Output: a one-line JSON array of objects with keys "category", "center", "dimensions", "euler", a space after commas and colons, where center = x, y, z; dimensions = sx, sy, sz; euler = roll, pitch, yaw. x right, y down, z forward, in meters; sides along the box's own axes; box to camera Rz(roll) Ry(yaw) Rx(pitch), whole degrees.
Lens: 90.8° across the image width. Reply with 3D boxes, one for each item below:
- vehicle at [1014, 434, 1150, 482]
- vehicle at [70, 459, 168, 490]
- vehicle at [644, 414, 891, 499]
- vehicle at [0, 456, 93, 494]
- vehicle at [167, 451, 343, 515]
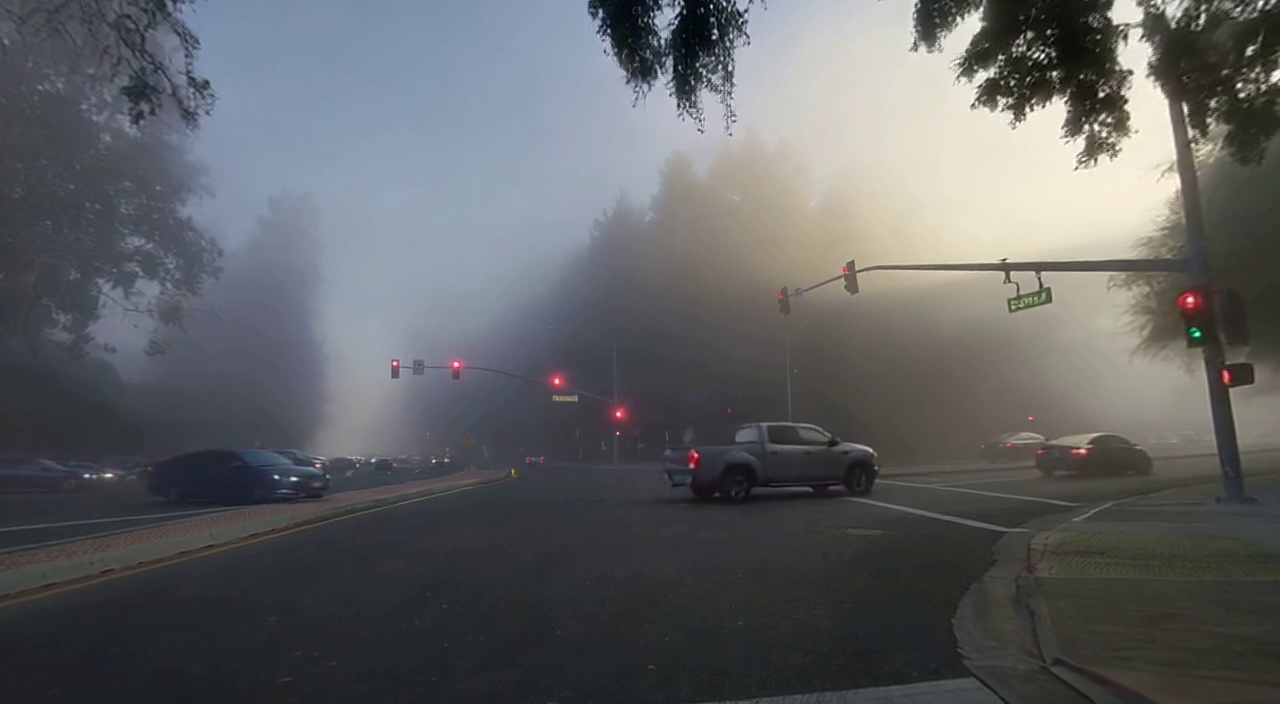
[{"category": "vehicle", "center": [15.092, 3.568, 21.503], "dimensions": [4.728, 1.471, 1.957], "euler": [5, -10, -31]}, {"category": "vehicle", "center": [-28.377, 6.656, 34.633], "dimensions": [1.965, 1.448, 4.553], "euler": [1, -9, -9]}, {"category": "vehicle", "center": [3.272, 2.702, 16.600], "dimensions": [5.896, 1.937, 2.358], "euler": [2, -9, -17]}, {"category": "vehicle", "center": [-31.174, 6.292, 32.600], "dimensions": [2.142, 1.723, 4.692], "euler": [1, -9, -9]}, {"category": "vehicle", "center": [-10.357, 3.400, 16.930], "dimensions": [4.702, 1.468, 1.999], "euler": [-6, -10, 31]}]
